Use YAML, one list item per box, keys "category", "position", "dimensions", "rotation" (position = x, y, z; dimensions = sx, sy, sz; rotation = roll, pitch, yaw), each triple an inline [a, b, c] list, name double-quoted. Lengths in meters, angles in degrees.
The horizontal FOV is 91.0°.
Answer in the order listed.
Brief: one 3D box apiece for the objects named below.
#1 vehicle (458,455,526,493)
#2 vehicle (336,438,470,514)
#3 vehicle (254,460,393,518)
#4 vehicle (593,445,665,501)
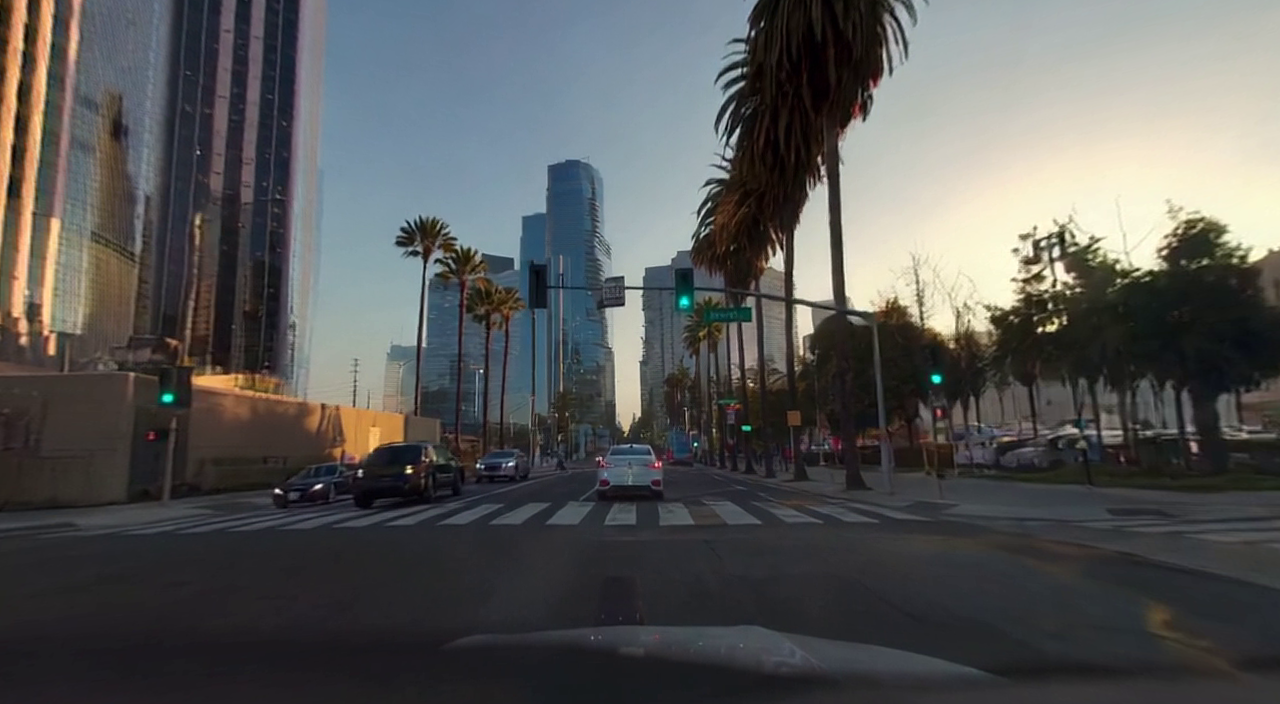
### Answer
- category: "vehicle"
  position: [-6.498, 5.380, 28.199]
  dimensions: [1.951, 1.476, 4.452]
  rotation: [0, -9, 0]
- category: "vehicle"
  position: [-6.685, 3.520, 18.451]
  dimensions: [2.070, 1.893, 4.738]
  rotation: [0, -9, 0]
- category: "vehicle"
  position: [-9.655, 4.164, 19.674]
  dimensions: [1.977, 1.475, 4.491]
  rotation: [0, -9, 0]
- category: "vehicle"
  position: [-0.354, 3.913, 20.829]
  dimensions: [2.145, 1.632, 3.972]
  rotation: [0, -9, -1]
